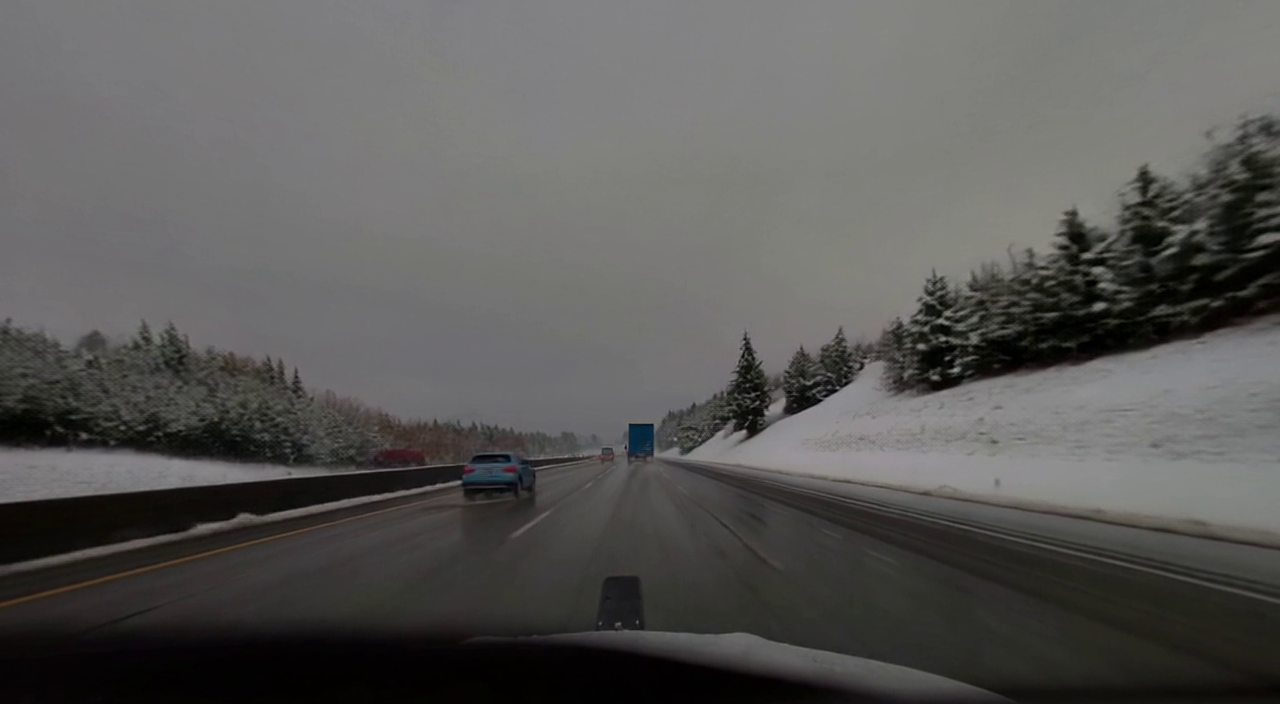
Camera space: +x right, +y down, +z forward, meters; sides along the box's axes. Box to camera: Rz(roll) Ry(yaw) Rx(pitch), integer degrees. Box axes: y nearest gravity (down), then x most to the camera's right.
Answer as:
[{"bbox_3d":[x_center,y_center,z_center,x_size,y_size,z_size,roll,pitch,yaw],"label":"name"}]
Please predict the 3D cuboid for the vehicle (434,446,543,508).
[{"bbox_3d":[-4.128,3.457,17.941,2.051,1.537,4.111,0,-9,1],"label":"vehicle"}]
